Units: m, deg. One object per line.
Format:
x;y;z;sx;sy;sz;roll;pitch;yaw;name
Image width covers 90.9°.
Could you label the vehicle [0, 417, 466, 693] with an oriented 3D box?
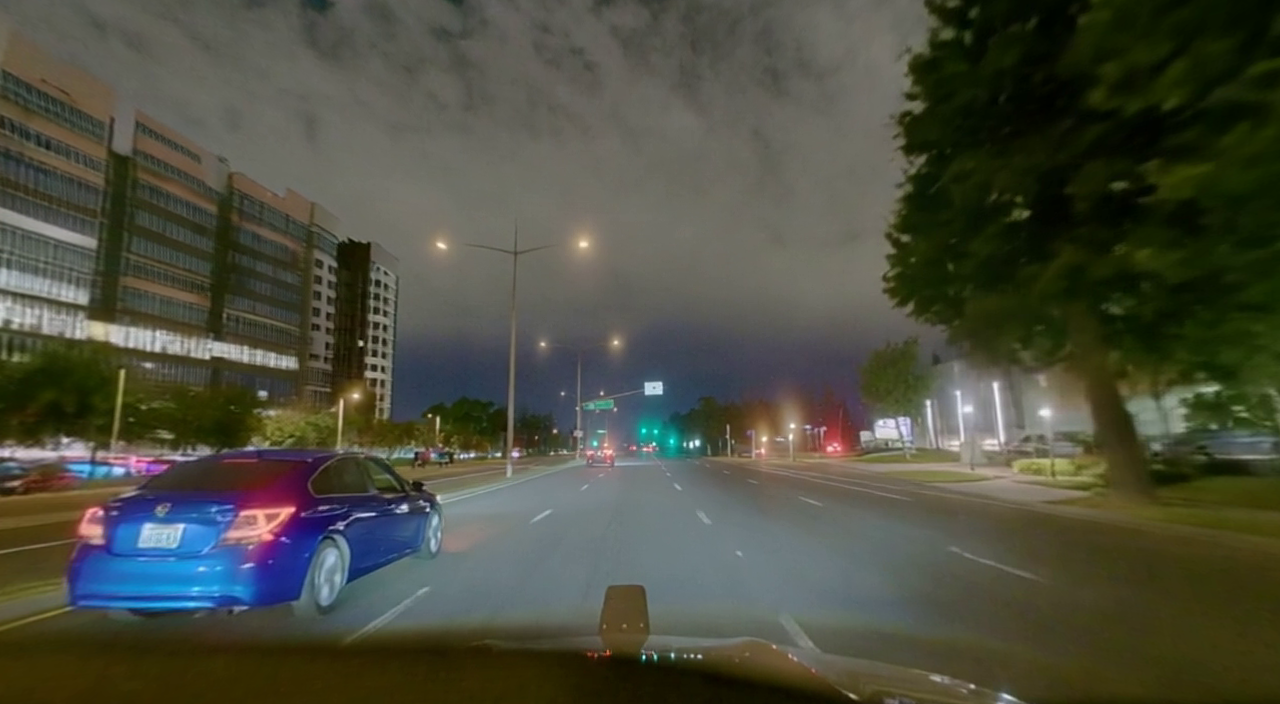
-3.369;1.553;6.033;2.009;1.489;4.543;-5;-8;0;vehicle
